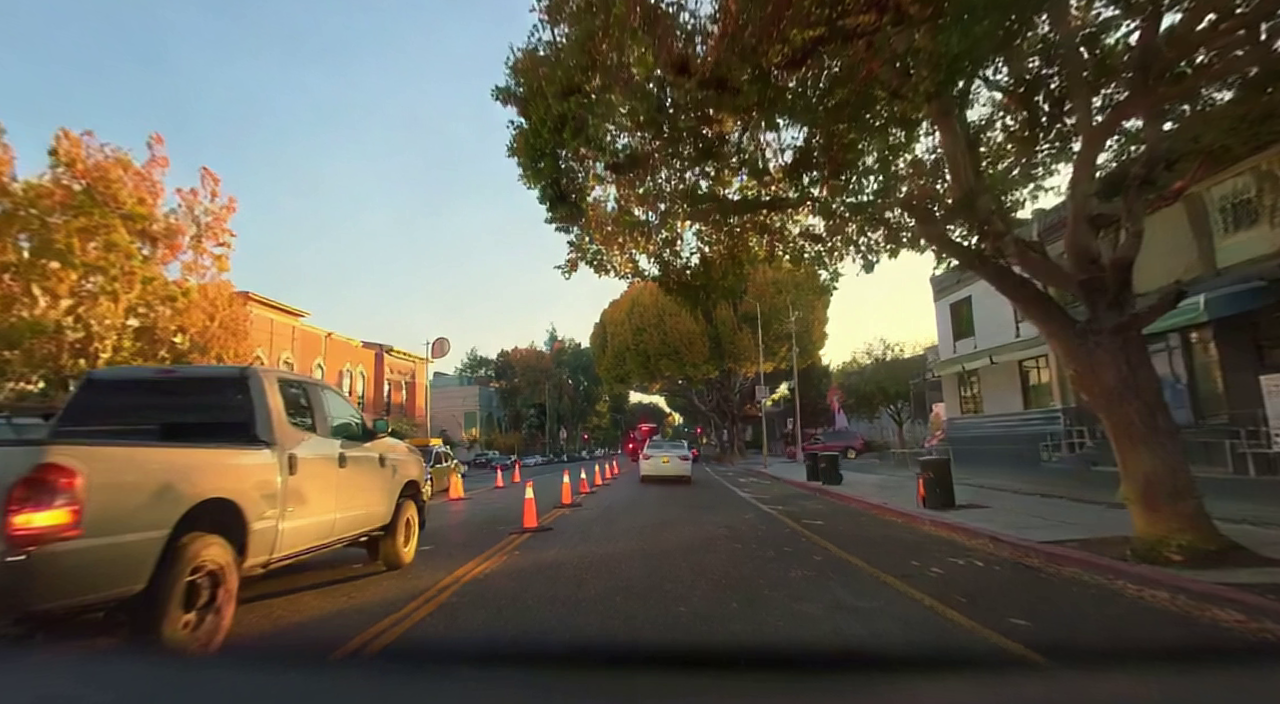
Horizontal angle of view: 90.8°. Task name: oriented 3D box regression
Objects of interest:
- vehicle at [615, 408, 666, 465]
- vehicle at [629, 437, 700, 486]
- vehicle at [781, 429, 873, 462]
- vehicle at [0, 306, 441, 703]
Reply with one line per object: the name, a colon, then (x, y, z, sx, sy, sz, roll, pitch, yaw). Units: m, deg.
vehicle: (0.049, 5.875, 43.312, 2.977, 3.271, 12.748, 0, -8, 0)
vehicle: (0.841, 3.666, 21.487, 2.159, 1.506, 4.086, 0, -8, 2)
vehicle: (11.460, 5.747, 38.948, 4.859, 1.914, 2.333, 0, -8, -4)
vehicle: (-4.212, 1.228, 5.515, 2.500, 2.128, 6.396, -2, -8, 4)
